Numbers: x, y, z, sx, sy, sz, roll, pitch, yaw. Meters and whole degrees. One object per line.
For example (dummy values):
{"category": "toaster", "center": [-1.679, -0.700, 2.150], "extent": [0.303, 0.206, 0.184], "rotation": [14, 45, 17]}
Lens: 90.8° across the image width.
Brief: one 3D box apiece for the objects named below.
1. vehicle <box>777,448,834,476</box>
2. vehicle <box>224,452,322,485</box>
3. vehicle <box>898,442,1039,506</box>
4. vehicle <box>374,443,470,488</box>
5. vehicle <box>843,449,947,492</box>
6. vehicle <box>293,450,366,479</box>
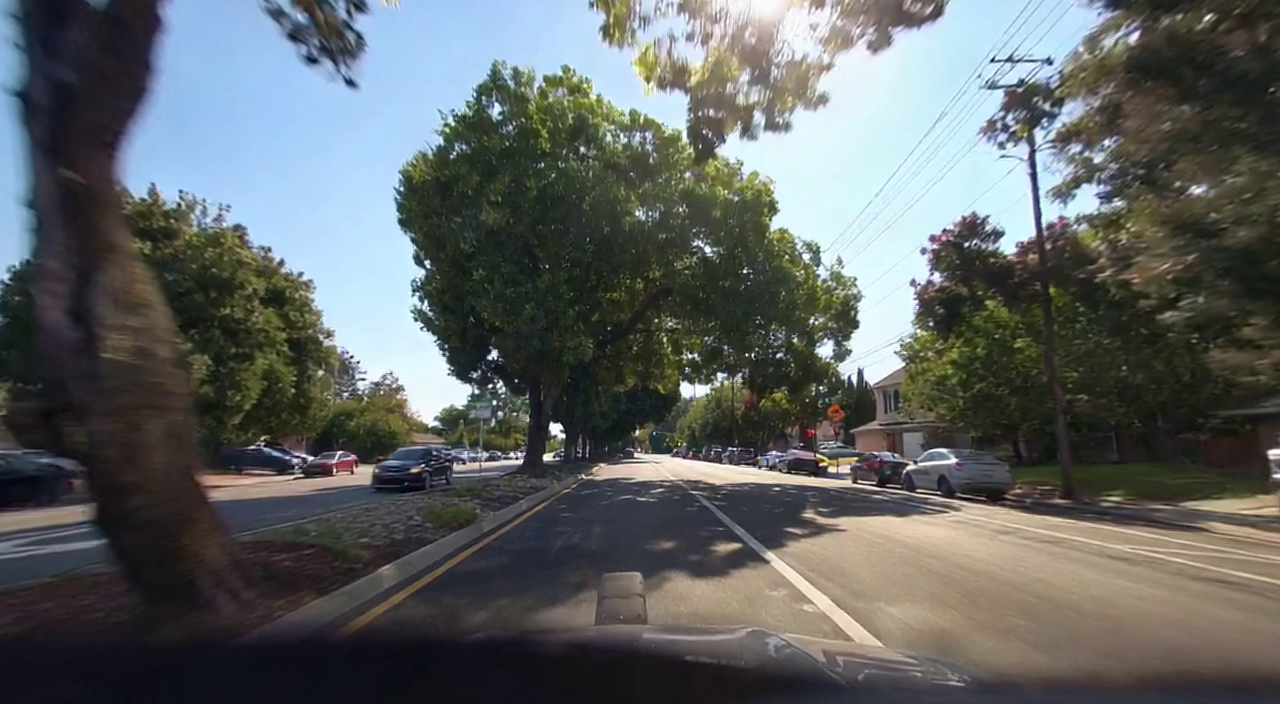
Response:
{"category": "vehicle", "center": [9.616, 6.415, 37.107], "extent": [1.899, 1.475, 4.572], "rotation": [0, -8, -2]}
{"category": "vehicle", "center": [-18.429, 5.842, 32.083], "extent": [1.813, 1.494, 5.131], "rotation": [-1, -8, 1]}
{"category": "vehicle", "center": [9.794, 3.612, 19.293], "extent": [1.882, 1.702, 4.346], "rotation": [0, -8, -1]}
{"category": "vehicle", "center": [-8.032, 4.194, 23.797], "extent": [1.913, 1.485, 4.624], "rotation": [0, -8, 1]}
{"category": "vehicle", "center": [9.632, 4.481, 24.316], "extent": [1.961, 1.456, 4.493], "rotation": [0, -8, -2]}
{"category": "vehicle", "center": [-18.438, 6.679, 37.796], "extent": [1.885, 1.553, 4.864], "rotation": [0, -8, 0]}
